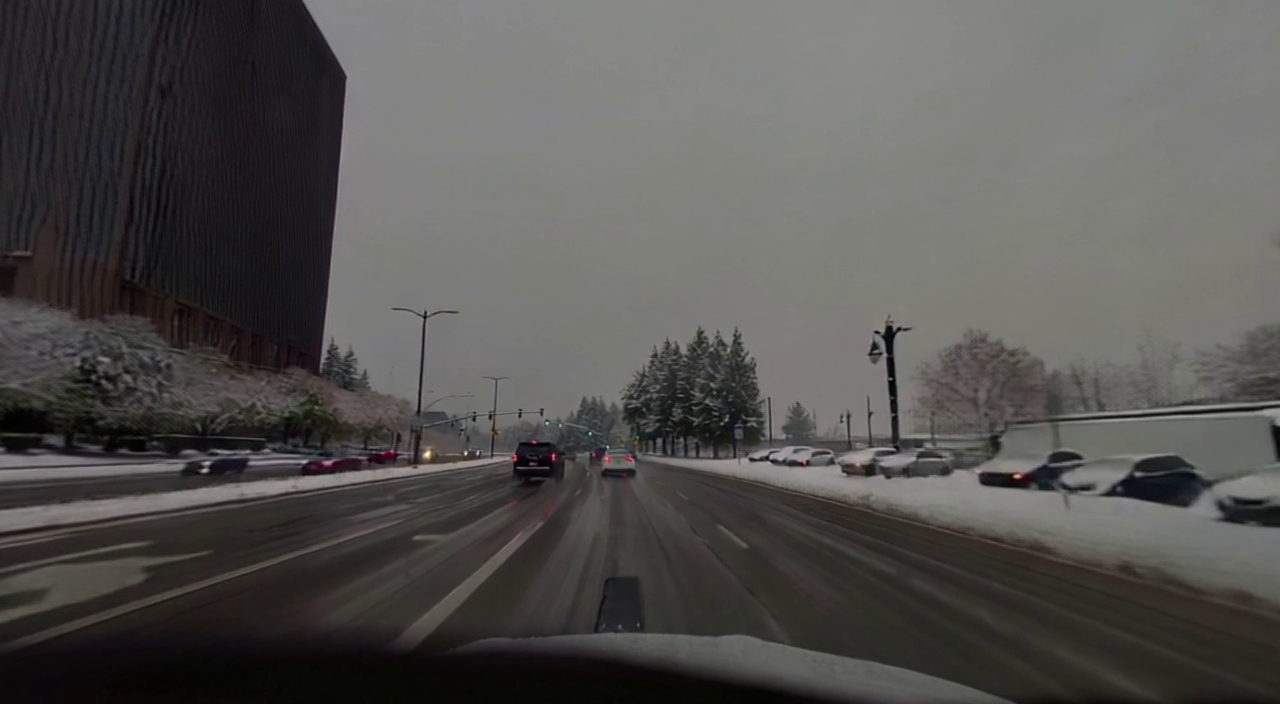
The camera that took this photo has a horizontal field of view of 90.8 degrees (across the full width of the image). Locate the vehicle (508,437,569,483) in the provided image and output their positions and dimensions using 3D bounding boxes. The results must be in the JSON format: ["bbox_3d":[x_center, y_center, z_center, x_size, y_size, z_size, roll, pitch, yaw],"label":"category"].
[{"bbox_3d":[-4.163,4.500,26.648,2.001,1.784,4.483,0,-8,-2],"label":"vehicle"}]

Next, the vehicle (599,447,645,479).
[{"bbox_3d":[-0.920,5.243,30.154,2.050,1.385,4.096,0,-8,-3],"label":"vehicle"}]

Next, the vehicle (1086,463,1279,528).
[{"bbox_3d":[13.334,3.312,14.764,4.383,1.348,1.715,-1,-10,2],"label":"vehicle"}]

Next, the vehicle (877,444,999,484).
[{"bbox_3d":[13.250,5.021,28.292,4.489,1.652,1.783,-1,-9,2],"label":"vehicle"}]

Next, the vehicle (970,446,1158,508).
[{"bbox_3d":[13.231,3.876,19.926,4.569,1.813,1.872,0,-8,-1],"label":"vehicle"}]

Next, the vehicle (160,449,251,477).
[{"bbox_3d":[-22.545,5.752,33.014,1.842,1.315,4.463,0,-8,-4],"label":"vehicle"}]

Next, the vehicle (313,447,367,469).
[{"bbox_3d":[-19.676,6.962,41.655,1.605,1.292,4.497,0,-8,-4],"label":"vehicle"}]

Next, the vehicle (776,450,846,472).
[{"bbox_3d":[12.104,7.713,44.918,4.470,1.429,1.878,0,-7,0],"label":"vehicle"}]
